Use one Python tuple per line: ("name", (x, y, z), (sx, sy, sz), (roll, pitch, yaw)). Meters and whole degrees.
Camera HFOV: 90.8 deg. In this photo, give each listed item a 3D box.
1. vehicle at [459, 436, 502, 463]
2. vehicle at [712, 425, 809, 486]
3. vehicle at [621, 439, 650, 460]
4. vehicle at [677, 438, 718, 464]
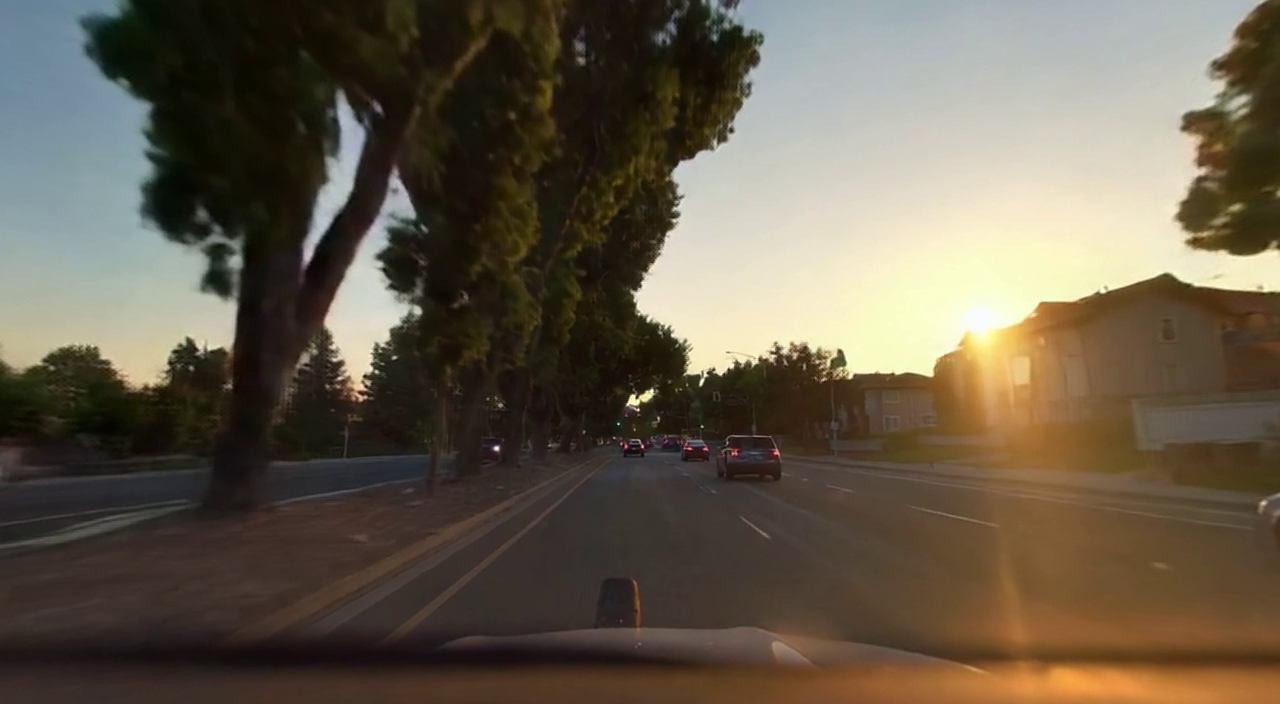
("vehicle", (-10.742, 6.620, 42.886), (2.058, 1.716, 4.266), (1, -9, -3))
("vehicle", (3.871, 3.474, 21.327), (2.209, 1.813, 4.724), (0, -9, -2))
("vehicle", (-0.341, 6.958, 44.991), (1.988, 1.418, 4.214), (0, -9, -1))
("vehicle", (3.470, 6.140, 39.108), (2.064, 1.474, 4.389), (0, -9, -1))
